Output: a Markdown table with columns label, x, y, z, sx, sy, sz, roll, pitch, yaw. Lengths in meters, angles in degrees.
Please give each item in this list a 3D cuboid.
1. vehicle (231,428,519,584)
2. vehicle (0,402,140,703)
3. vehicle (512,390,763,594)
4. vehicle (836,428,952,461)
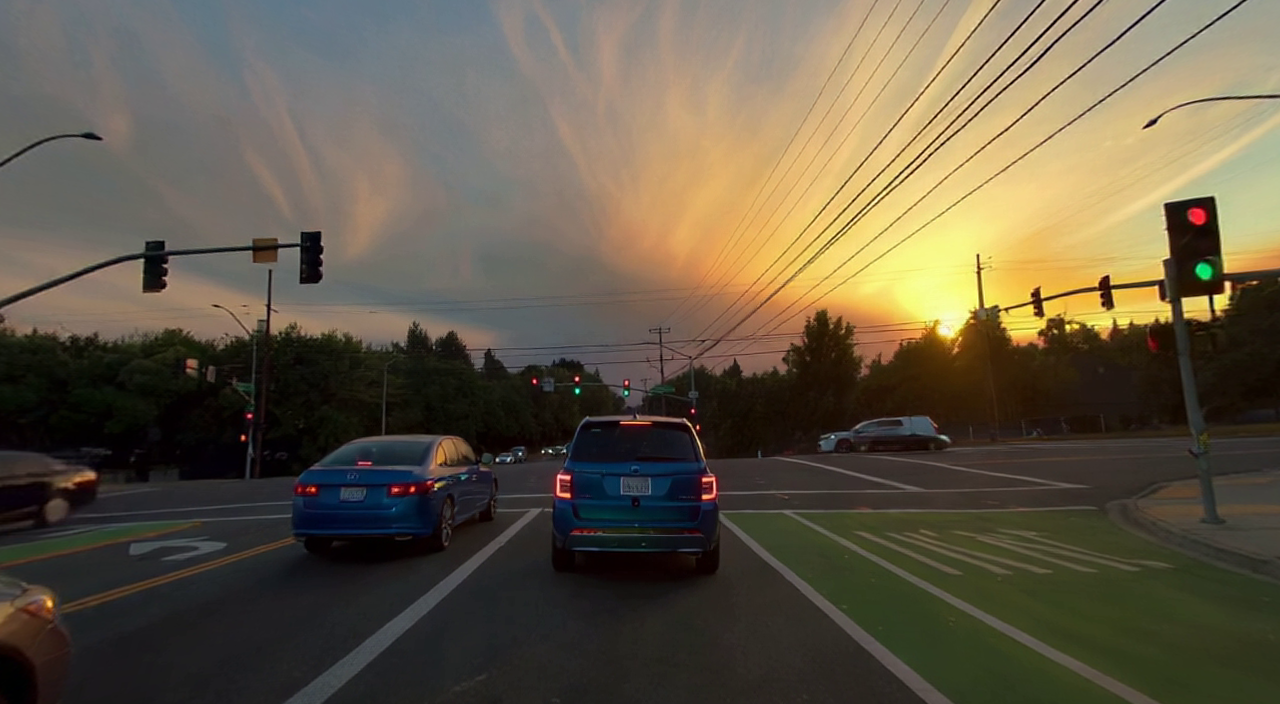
| label | x | y | z | sx | sy | sz | roll | pitch | yaw |
| --- | --- | --- | --- | --- | --- | --- | --- | --- | --- |
| vehicle | -2.928 | 1.766 | 8.010 | 1.969 | 1.486 | 3.702 | 0 | -8 | 1 |
| vehicle | -3.348 | 0.658 | 0.442 | 1.928 | 1.488 | 4.936 | 0 | -8 | 1 |
| vehicle | -0.055 | 1.519 | 7.623 | 2.182 | 1.773 | 4.041 | 0 | -8 | -1 |
| vehicle | 11.748 | 4.294 | 29.299 | 4.715 | 1.438 | 2.023 | -5 | -10 | 29 |
